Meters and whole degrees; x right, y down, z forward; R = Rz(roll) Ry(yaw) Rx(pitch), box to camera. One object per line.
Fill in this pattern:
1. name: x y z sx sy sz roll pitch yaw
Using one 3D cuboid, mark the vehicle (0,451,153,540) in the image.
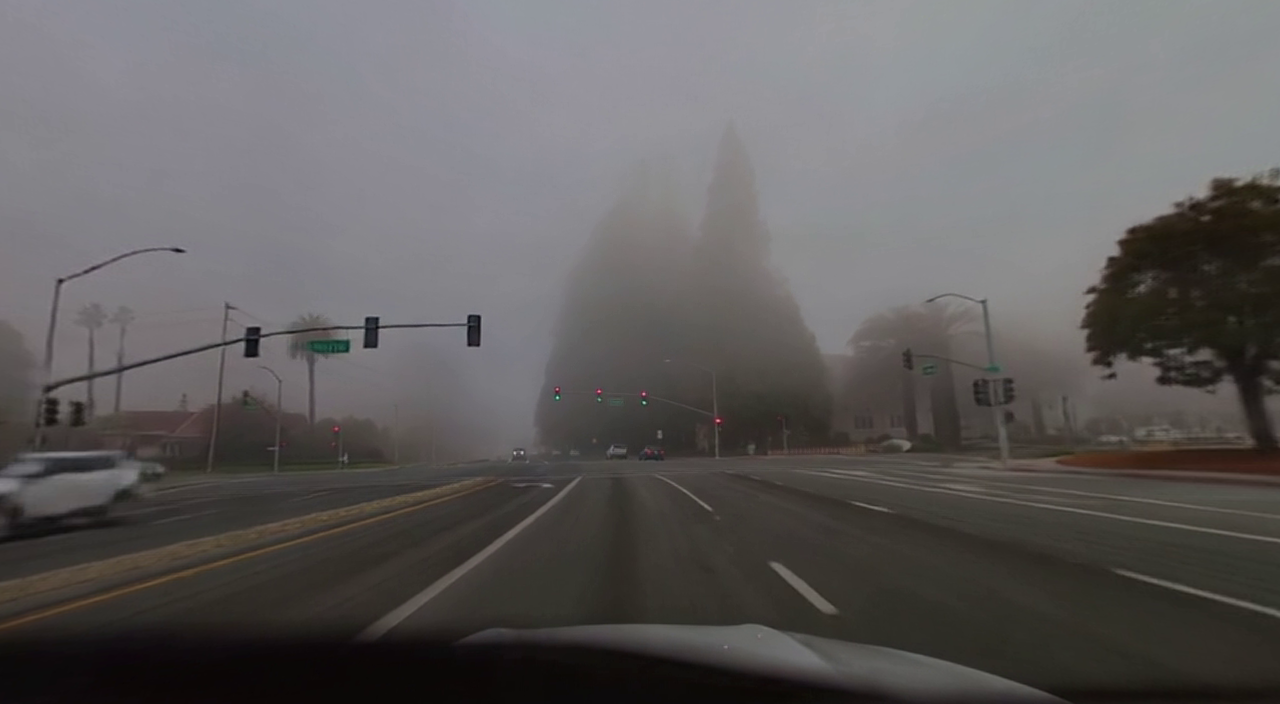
1. vehicle: -13.133 3.020 13.533 2.017 1.611 4.403 -3 -8 -3
